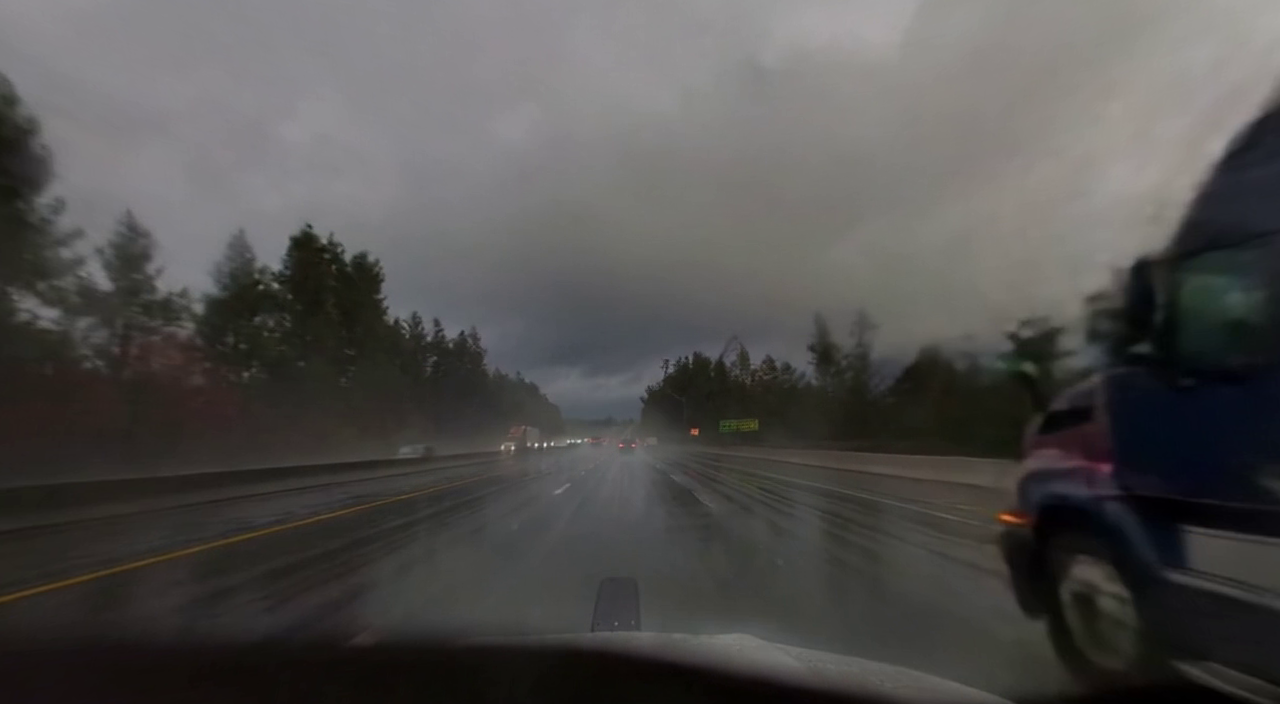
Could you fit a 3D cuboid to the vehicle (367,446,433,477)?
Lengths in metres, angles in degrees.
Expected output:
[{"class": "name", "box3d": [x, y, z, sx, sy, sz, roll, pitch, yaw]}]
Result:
[{"class": "vehicle", "box3d": [-12.610, 5.756, 33.406, 1.882, 1.483, 4.305, 0, -8, -1]}]

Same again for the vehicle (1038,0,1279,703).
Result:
[{"class": "vehicle", "box3d": [3.992, -0.626, 0.546, 3.055, 4.061, 6.127, 0, -8, 0]}]
